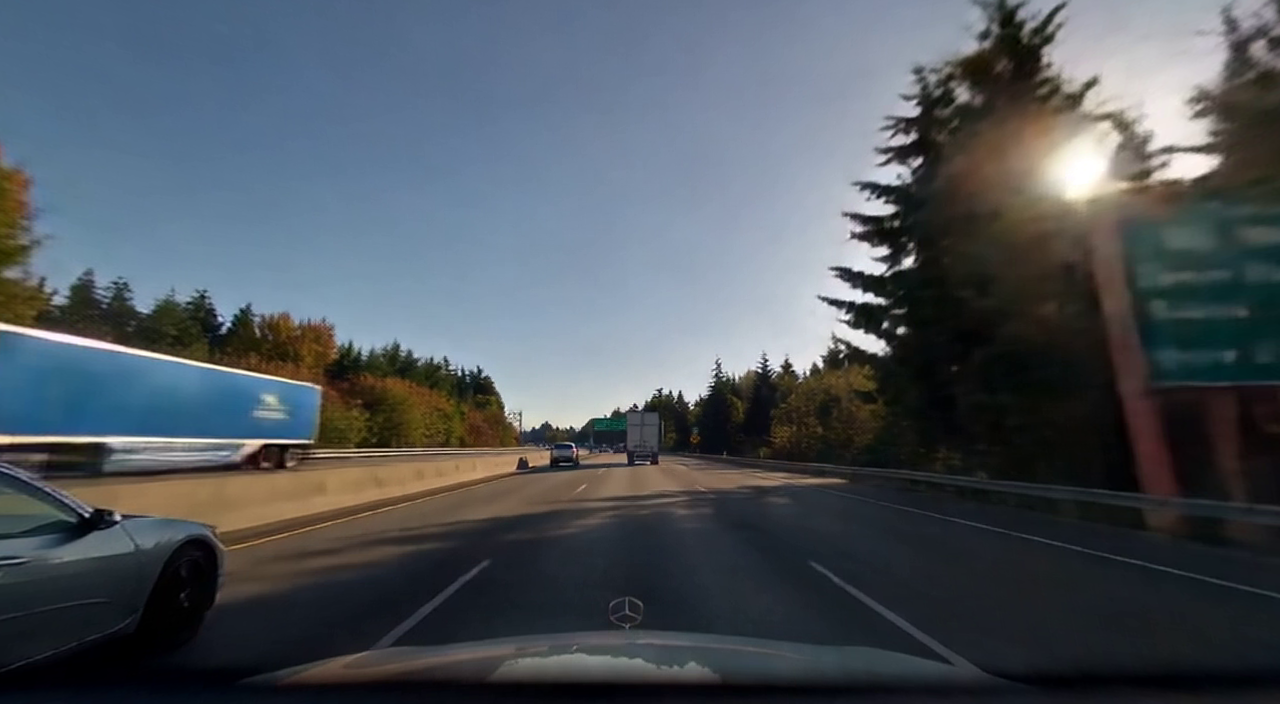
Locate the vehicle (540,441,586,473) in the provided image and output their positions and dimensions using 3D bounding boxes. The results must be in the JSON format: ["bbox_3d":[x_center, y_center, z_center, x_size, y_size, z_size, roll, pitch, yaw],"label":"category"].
[{"bbox_3d":[-4.272,5.906,35.593,2.079,1.656,3.965,0,-9,0],"label":"vehicle"}]

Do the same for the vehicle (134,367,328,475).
[{"bbox_3d":[-17.080,3.146,27.339,2.846,3.973,8.051,0,-9,0],"label":"vehicle"}]

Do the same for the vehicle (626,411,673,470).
[{"bbox_3d":[0.482,6.194,43.674,2.893,3.628,9.081,0,-9,-2],"label":"vehicle"}]

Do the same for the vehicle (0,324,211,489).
[{"bbox_3d":[-17.060,1.675,17.560,2.929,3.987,10.111,0,-9,0],"label":"vehicle"}]
